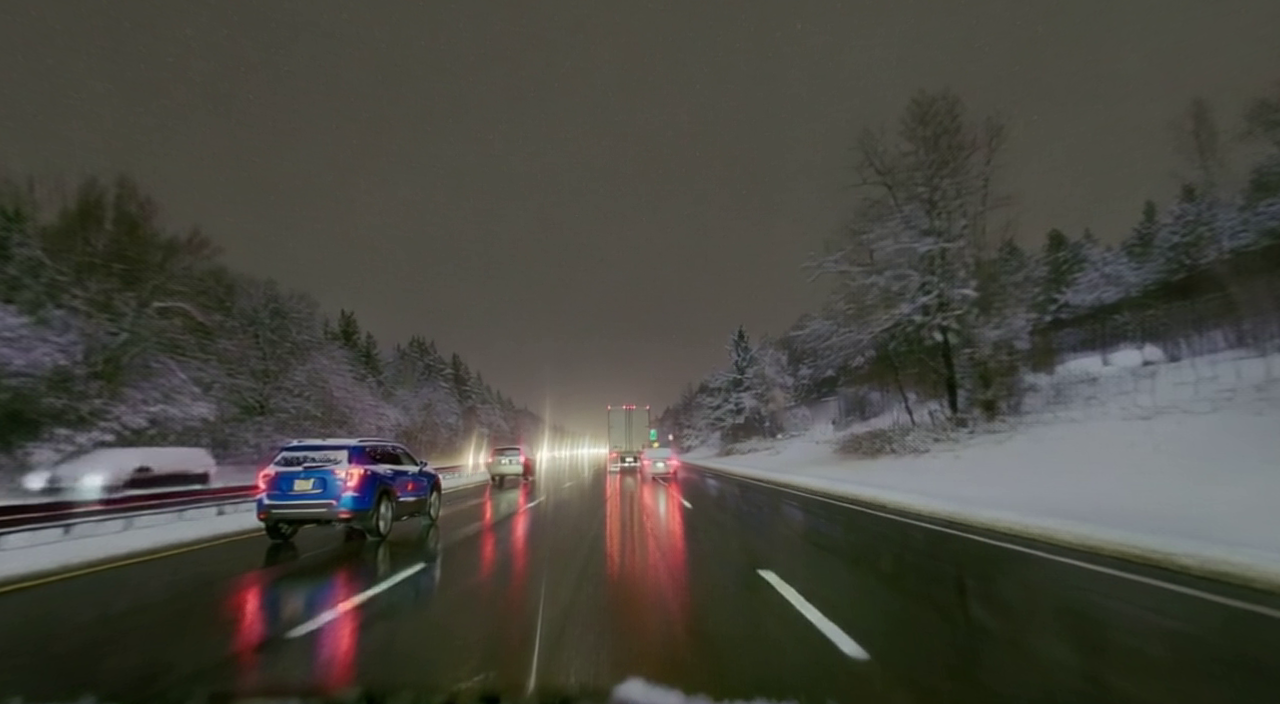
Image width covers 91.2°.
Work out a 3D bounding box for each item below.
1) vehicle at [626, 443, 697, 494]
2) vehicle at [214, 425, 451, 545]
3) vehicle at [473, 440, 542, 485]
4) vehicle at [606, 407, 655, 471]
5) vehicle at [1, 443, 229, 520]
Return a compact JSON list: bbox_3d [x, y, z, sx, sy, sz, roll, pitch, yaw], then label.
[{"bbox_3d":[0.589,3.779,20.657,2.026,1.489,4.045,0,-9,-2],"label":"vehicle"},{"bbox_3d":[-4.994,2.204,11.009,2.100,1.671,4.105,0,-9,-1],"label":"vehicle"},{"bbox_3d":[-5.333,4.509,25.748,2.035,1.664,4.064,0,-9,-1],"label":"vehicle"},{"bbox_3d":[-0.864,6.343,45.246,3.113,4.066,10.786,0,-9,-3],"label":"vehicle"},{"bbox_3d":[-13.443,3.304,16.548,2.191,1.706,4.471,0,-9,-1],"label":"vehicle"}]
